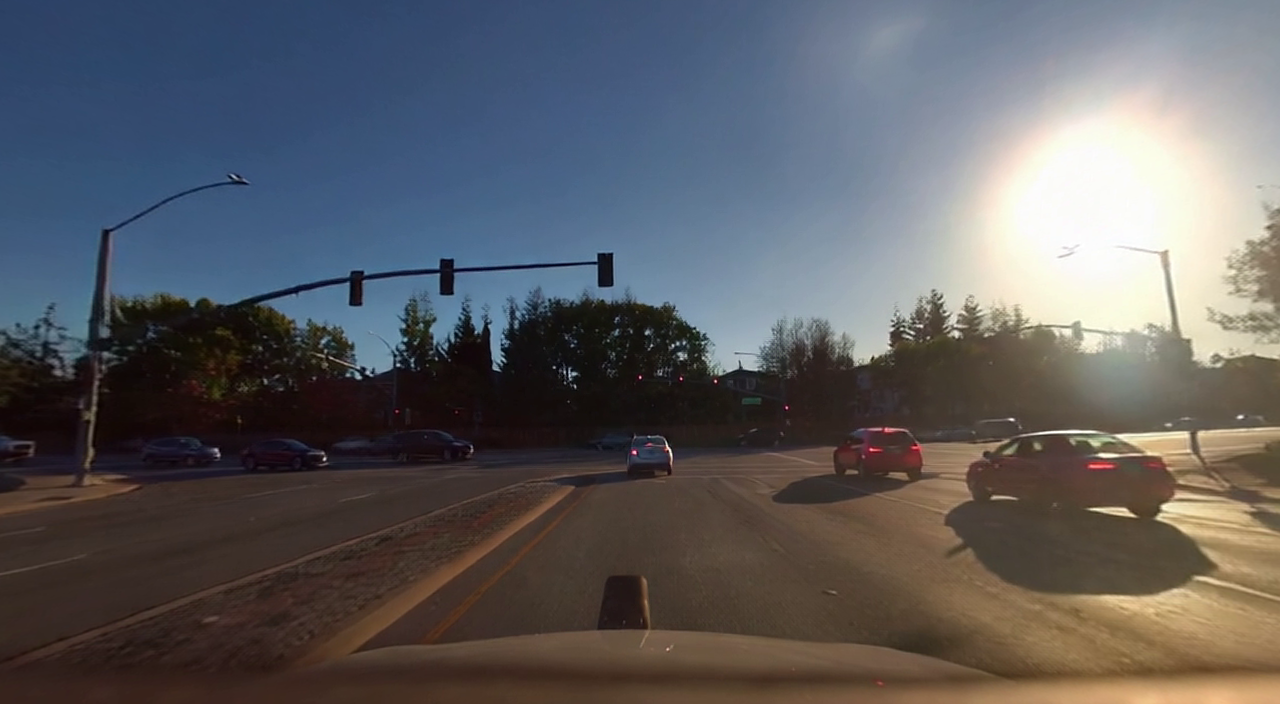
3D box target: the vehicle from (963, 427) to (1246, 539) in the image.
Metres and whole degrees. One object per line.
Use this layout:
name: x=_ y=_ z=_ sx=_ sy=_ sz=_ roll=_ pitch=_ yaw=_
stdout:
vehicle: x=7.184 y=2.023 z=10.358 sx=1.726 sy=1.467 sz=3.793 roll=0 pitch=-8 yaw=0

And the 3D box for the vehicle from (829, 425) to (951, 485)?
vehicle: x=7.381 y=3.086 z=19.163 sx=1.901 sy=1.577 sz=4.348 roll=0 pitch=-8 yaw=0

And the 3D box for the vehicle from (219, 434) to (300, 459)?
vehicle: x=-26.996 y=6.731 z=44.851 sx=4.450 sy=1.684 sz=1.894 roll=-1 pitch=-9 yaw=-3

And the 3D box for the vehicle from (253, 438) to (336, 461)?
vehicle: x=-22.623 y=6.387 z=41.407 sx=4.399 sy=1.445 sz=1.769 roll=-1 pitch=-8 yaw=1

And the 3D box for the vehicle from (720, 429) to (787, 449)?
vehicle: x=8.857 y=6.812 z=49.575 sx=4.944 sy=1.488 sz=1.807 roll=-1 pitch=-8 yaw=1

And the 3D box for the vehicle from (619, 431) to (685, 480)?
vehicle: x=0.337 y=3.481 z=21.517 sx=2.041 sy=1.485 sz=3.813 roll=0 pitch=-8 yaw=-1

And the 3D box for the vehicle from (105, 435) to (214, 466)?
vehicle: x=-28.852 y=5.910 z=37.961 sx=4.921 sy=1.757 sz=2.036 roll=-1 pitch=-8 yaw=1

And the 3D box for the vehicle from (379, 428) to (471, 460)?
vehicle: x=-12.784 y=5.530 z=37.738 sx=4.786 sy=1.803 sz=1.967 roll=-1 pitch=-8 yaw=2
